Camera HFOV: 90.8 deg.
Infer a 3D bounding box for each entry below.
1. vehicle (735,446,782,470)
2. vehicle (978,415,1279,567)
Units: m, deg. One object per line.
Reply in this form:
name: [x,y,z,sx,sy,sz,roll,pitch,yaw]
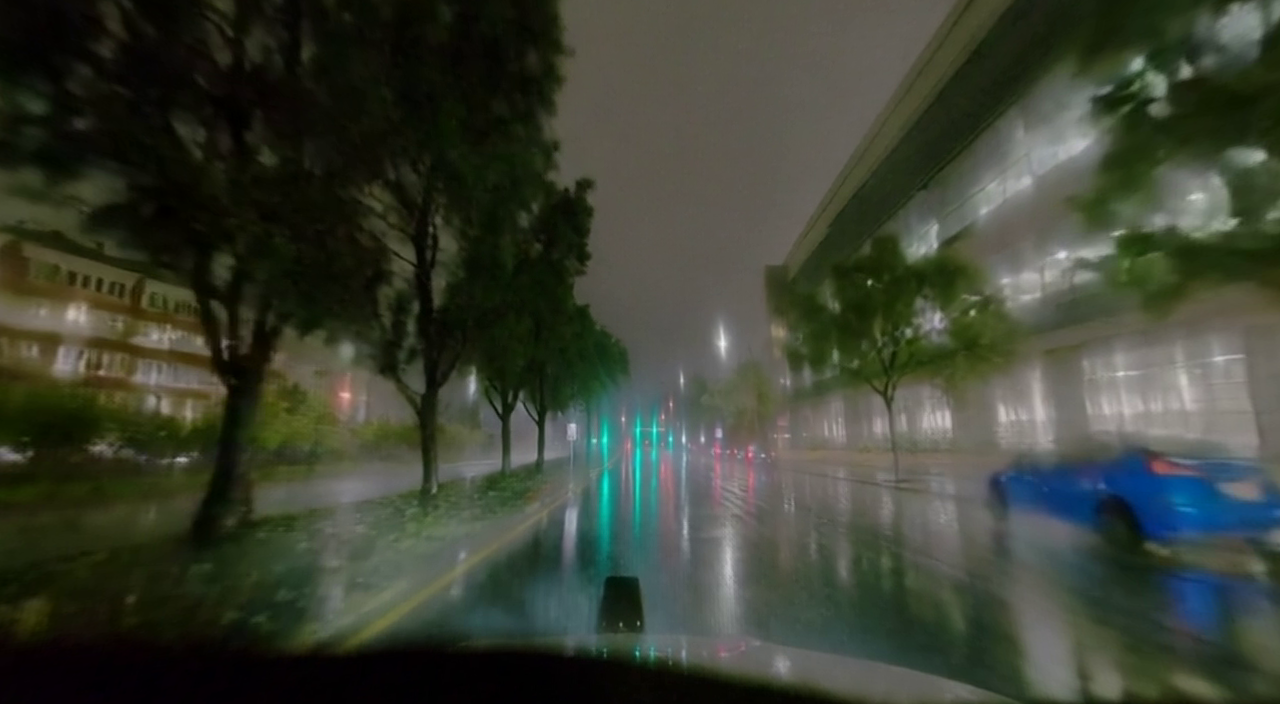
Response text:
vehicle: [7.498,6.721,40.399,1.991,1.446,4.685,0,-8,-1]
vehicle: [7.877,2.054,10.158,2.167,1.848,4.713,0,-8,-1]
